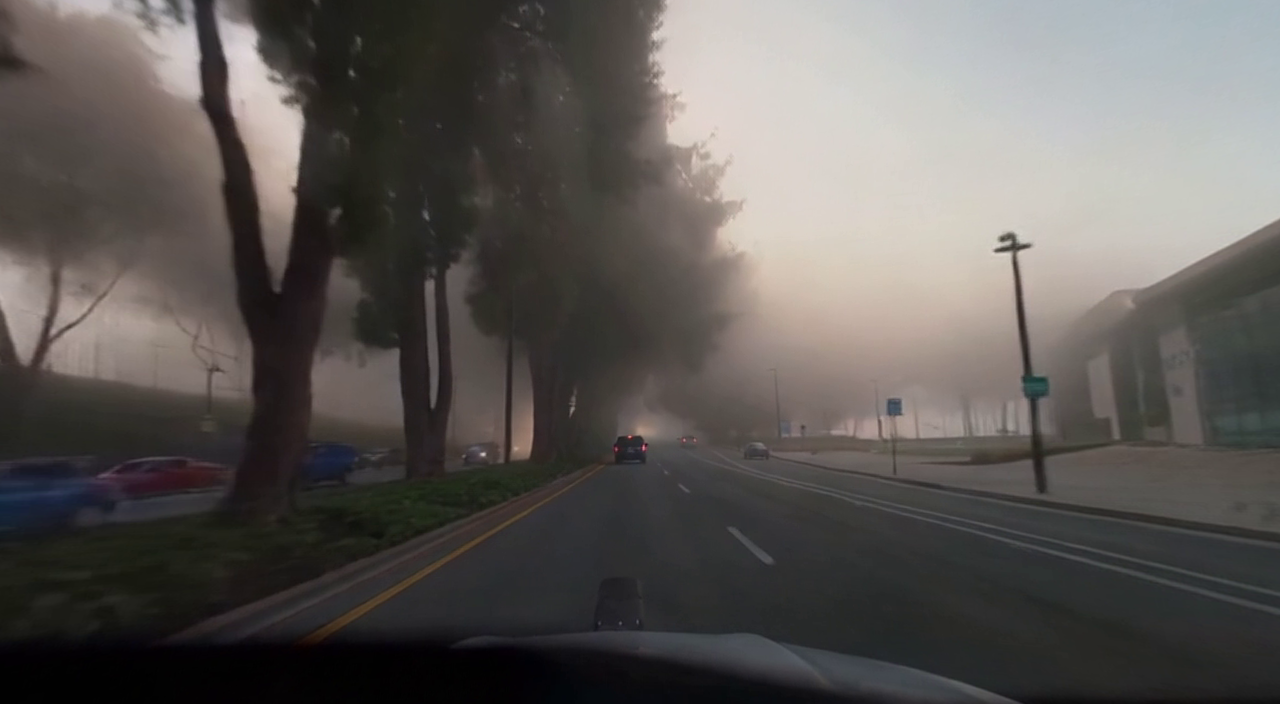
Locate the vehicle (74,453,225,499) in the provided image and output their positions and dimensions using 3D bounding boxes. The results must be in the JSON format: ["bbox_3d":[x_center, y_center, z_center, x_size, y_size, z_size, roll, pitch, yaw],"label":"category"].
[{"bbox_3d":[-18.016,4.534,23.579,1.876,1.494,4.662,0,-9,0],"label":"vehicle"}]

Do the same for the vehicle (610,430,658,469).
[{"bbox_3d":[-0.325,5.341,34.630,2.411,1.937,5.186,0,-9,-1],"label":"vehicle"}]

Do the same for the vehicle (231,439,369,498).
[{"bbox_3d":[-10.970,3.764,20.847,1.994,1.678,4.605,0,-9,0],"label":"vehicle"}]

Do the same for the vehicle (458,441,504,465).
[{"bbox_3d":[-10.975,7.023,44.021,1.979,1.605,4.550,0,-9,1],"label":"vehicle"}]

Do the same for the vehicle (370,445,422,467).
[{"bbox_3d":[-18.012,7.689,46.912,2.003,1.533,4.691,0,-9,0],"label":"vehicle"}]

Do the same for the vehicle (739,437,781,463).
[{"bbox_3d":[8.637,7.104,46.002,2.364,1.781,4.854,0,-9,3],"label":"vehicle"}]
